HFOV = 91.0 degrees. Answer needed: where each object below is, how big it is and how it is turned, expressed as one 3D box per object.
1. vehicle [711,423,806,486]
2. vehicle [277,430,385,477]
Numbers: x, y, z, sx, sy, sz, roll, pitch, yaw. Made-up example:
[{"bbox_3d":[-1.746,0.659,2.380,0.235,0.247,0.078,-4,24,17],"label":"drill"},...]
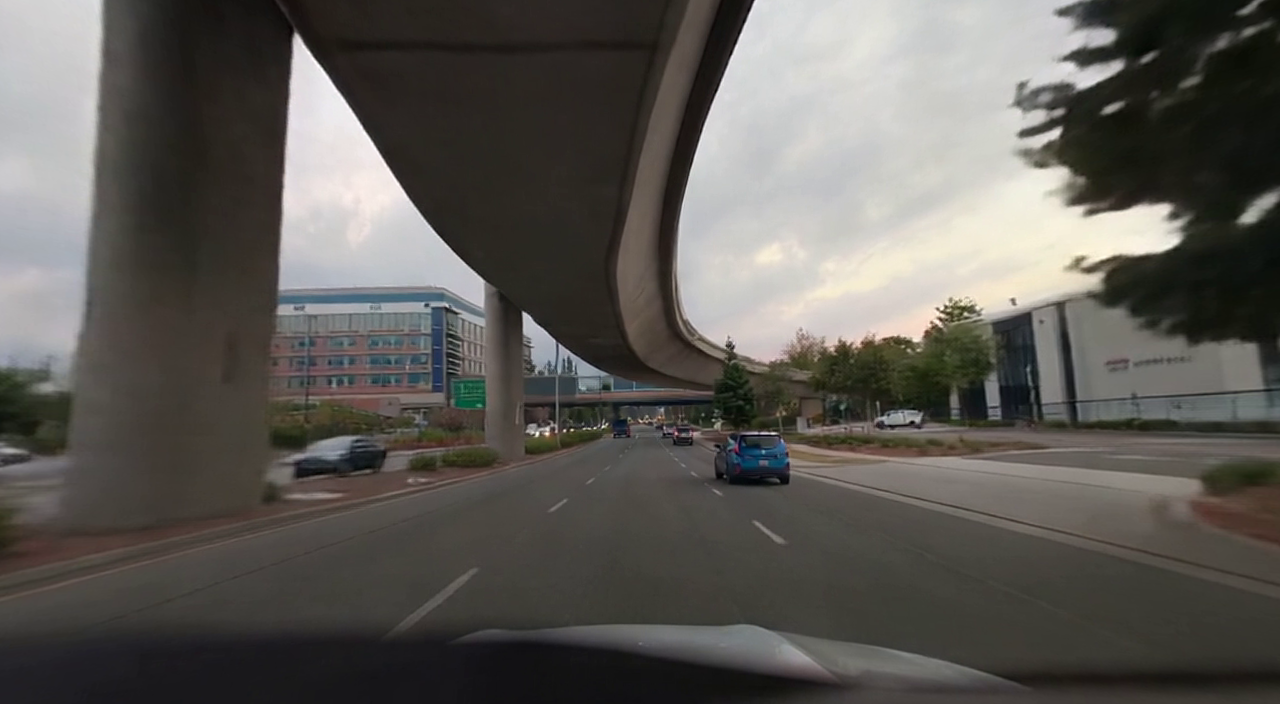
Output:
[{"bbox_3d":[3.569,3.187,19.849,2.110,1.712,4.489,0,-8,0],"label":"vehicle"},{"bbox_3d":[-12.249,4.042,25.337,1.976,1.694,4.453,0,-8,2],"label":"vehicle"}]
